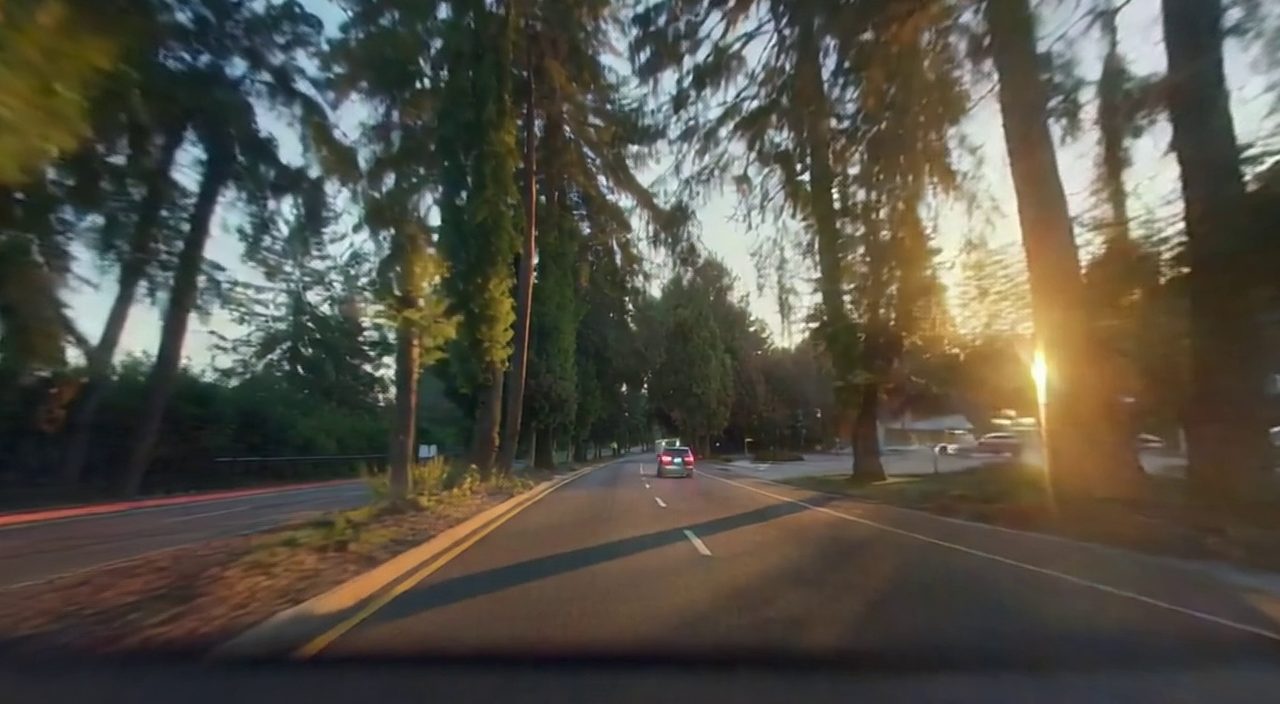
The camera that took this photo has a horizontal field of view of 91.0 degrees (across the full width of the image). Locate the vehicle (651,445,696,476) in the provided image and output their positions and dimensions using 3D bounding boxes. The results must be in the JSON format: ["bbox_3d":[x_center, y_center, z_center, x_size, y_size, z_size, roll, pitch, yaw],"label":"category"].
[{"bbox_3d":[1.766,5.918,34.528,2.044,1.537,4.528,0,-9,-2],"label":"vehicle"}]

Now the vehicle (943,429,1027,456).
[{"bbox_3d":[27.333,7.189,49.995,5.465,2.116,2.004,0,-9,0],"label":"vehicle"}]
